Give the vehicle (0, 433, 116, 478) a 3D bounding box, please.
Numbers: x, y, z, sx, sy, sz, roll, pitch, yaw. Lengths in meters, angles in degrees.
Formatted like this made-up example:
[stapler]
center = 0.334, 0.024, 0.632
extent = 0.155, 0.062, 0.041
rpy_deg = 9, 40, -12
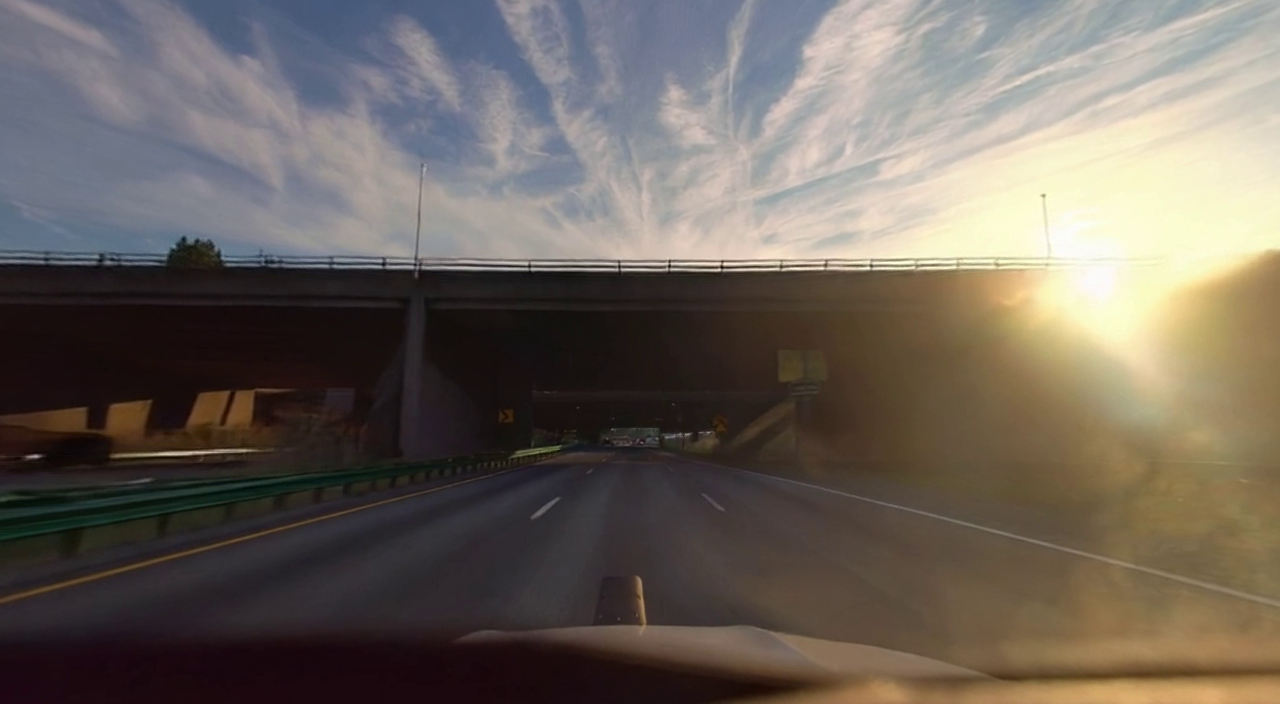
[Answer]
[vehicle]
center = -21.787, 3.739, 23.100
extent = 1.863, 1.490, 3.869
rpy_deg = 0, -8, -3
